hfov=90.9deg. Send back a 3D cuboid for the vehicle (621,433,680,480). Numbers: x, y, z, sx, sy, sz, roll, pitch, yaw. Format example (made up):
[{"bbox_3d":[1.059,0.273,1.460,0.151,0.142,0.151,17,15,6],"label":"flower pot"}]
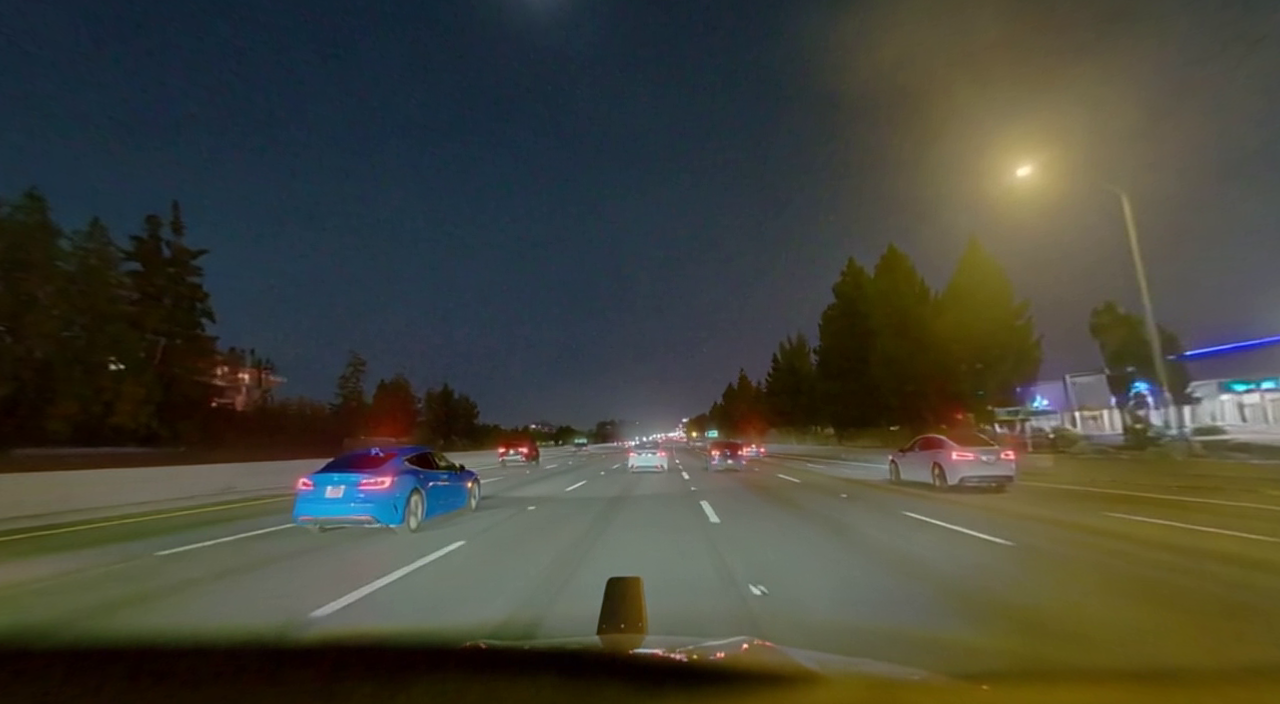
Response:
[{"bbox_3d":[0.433,4.028,24.511,2.102,1.624,4.257,-1,-8,2],"label":"vehicle"}]

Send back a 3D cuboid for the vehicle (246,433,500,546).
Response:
[{"bbox_3d":[-4.088,2.173,10.767,2.116,1.473,4.644,-1,-8,3],"label":"vehicle"}]

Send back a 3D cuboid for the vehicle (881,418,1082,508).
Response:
[{"bbox_3d":[7.625,2.527,14.845,1.960,1.726,5.016,-1,-8,1],"label":"vehicle"}]

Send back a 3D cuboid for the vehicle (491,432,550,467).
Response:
[{"bbox_3d":[-6.905,5.709,37.059,2.187,1.851,5.085,-1,-8,3],"label":"vehicle"}]

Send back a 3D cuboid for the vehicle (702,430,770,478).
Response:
[{"bbox_3d":[3.738,4.064,25.337,2.114,1.715,4.136,-1,-8,1],"label":"vehicle"}]

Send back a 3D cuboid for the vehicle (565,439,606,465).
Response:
[{"bbox_3d":[-3.214,5.996,37.910,1.886,1.455,4.148,-1,-8,3],"label":"vehicle"}]
